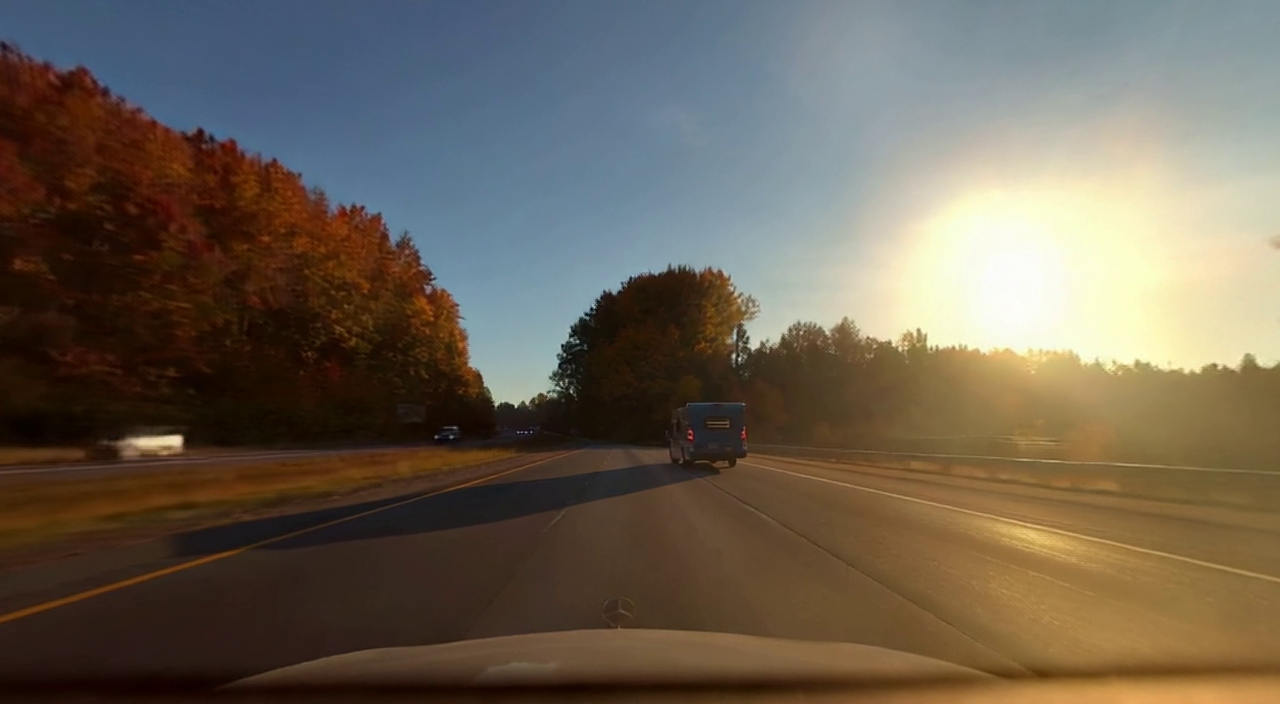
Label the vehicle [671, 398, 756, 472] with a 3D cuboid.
[{"bbox_3d":[3.037,3.711,28.178,2.815,2.876,7.101,0,-8,-1],"label":"vehicle"}]
